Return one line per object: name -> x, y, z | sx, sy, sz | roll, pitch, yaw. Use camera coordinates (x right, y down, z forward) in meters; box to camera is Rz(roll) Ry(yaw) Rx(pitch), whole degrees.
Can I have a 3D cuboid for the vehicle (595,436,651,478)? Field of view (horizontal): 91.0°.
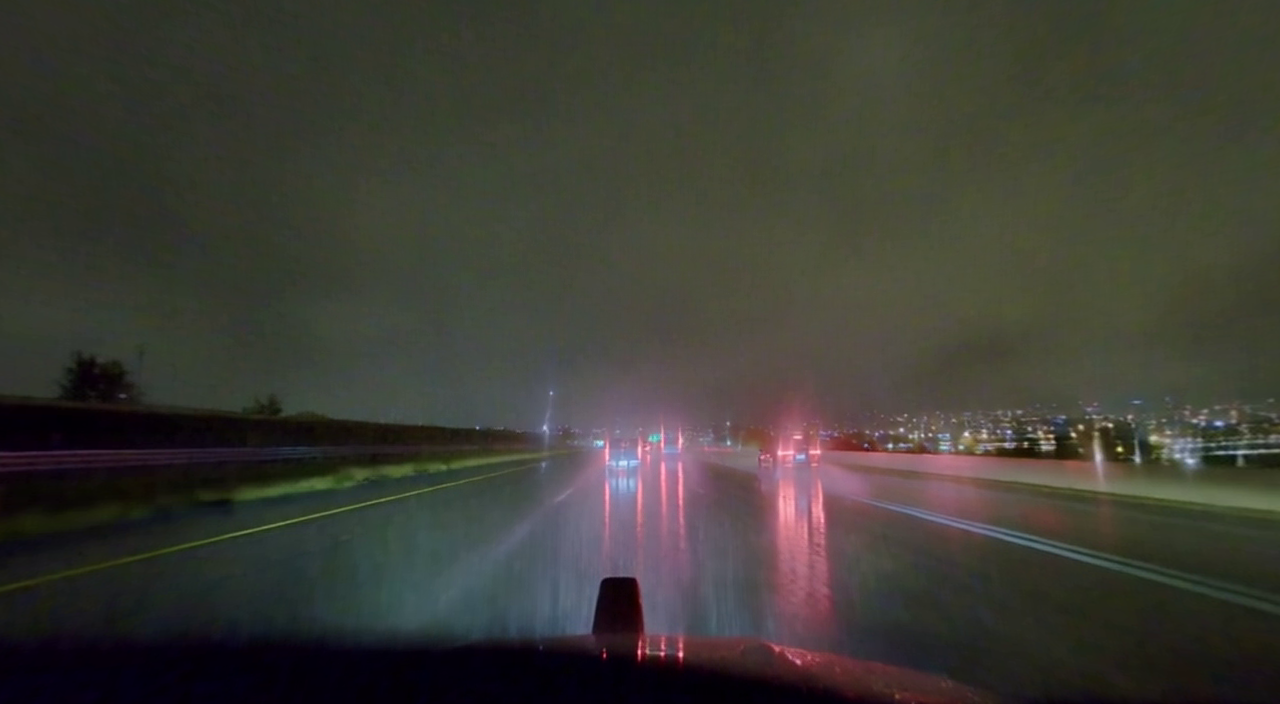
vehicle -> -0.658, 4.351, 26.331 | 2.147, 1.576, 3.964 | 0, -8, 0
